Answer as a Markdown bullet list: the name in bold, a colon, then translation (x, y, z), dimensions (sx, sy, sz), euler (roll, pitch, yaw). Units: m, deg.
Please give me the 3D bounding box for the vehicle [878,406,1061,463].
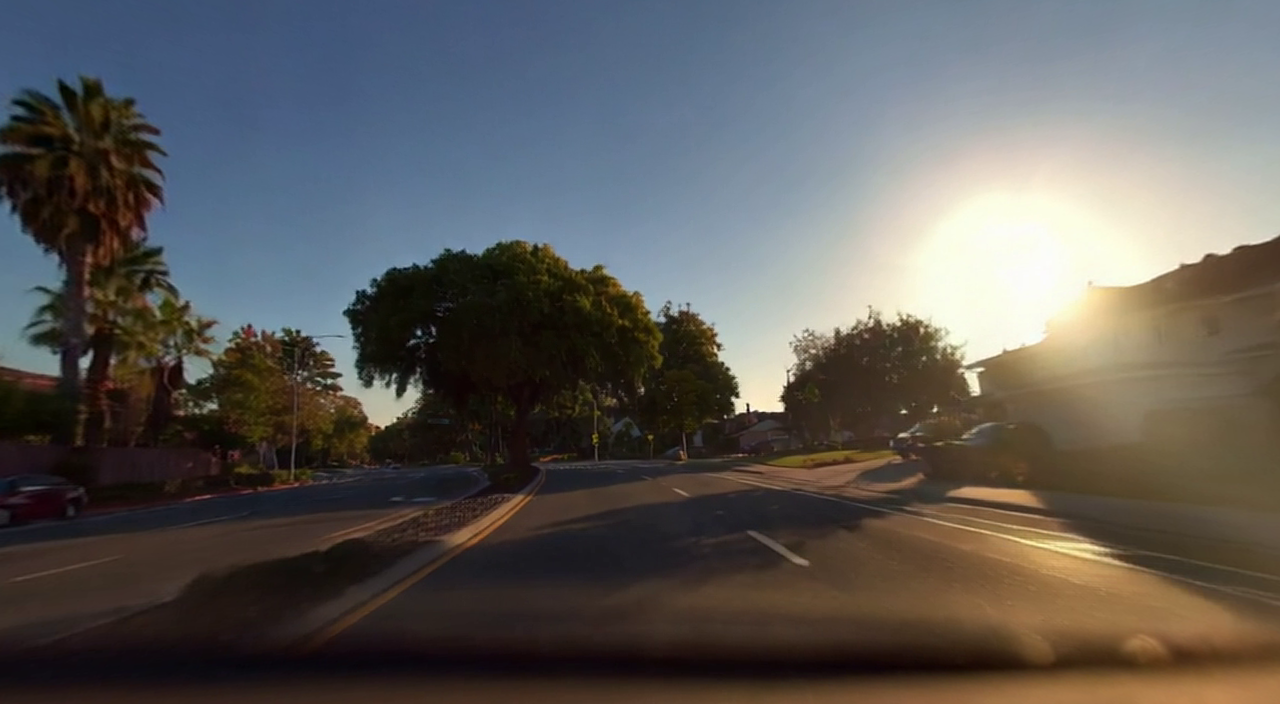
- **vehicle**: translation (12.937, 3.404, 25.328), dimensions (6.051, 2.092, 2.231), euler (-3, -10, 17)
